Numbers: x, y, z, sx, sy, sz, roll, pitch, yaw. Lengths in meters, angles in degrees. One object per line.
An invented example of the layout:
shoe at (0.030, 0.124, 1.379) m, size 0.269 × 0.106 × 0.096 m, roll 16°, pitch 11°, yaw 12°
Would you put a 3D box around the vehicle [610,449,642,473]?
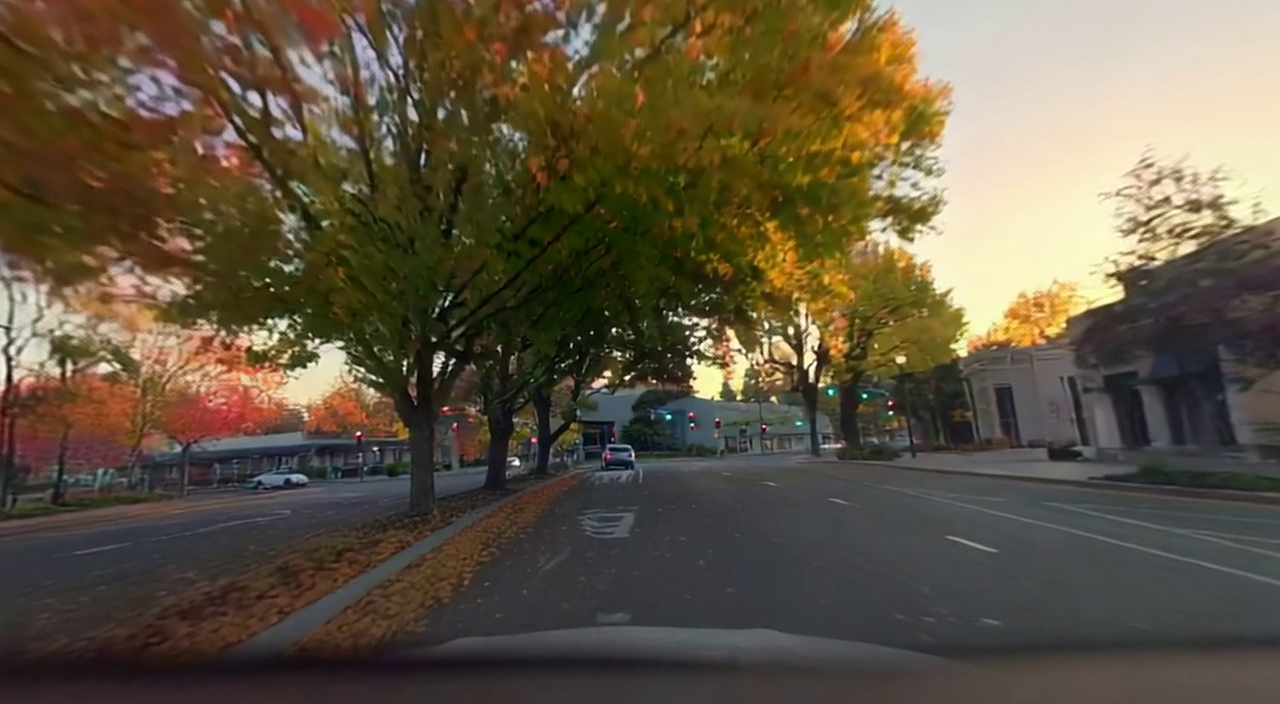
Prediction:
vehicle at (-0.883, 7.403, 43.095) m, size 2.018 × 1.512 × 4.304 m, roll 0°, pitch -9°, yaw 1°
